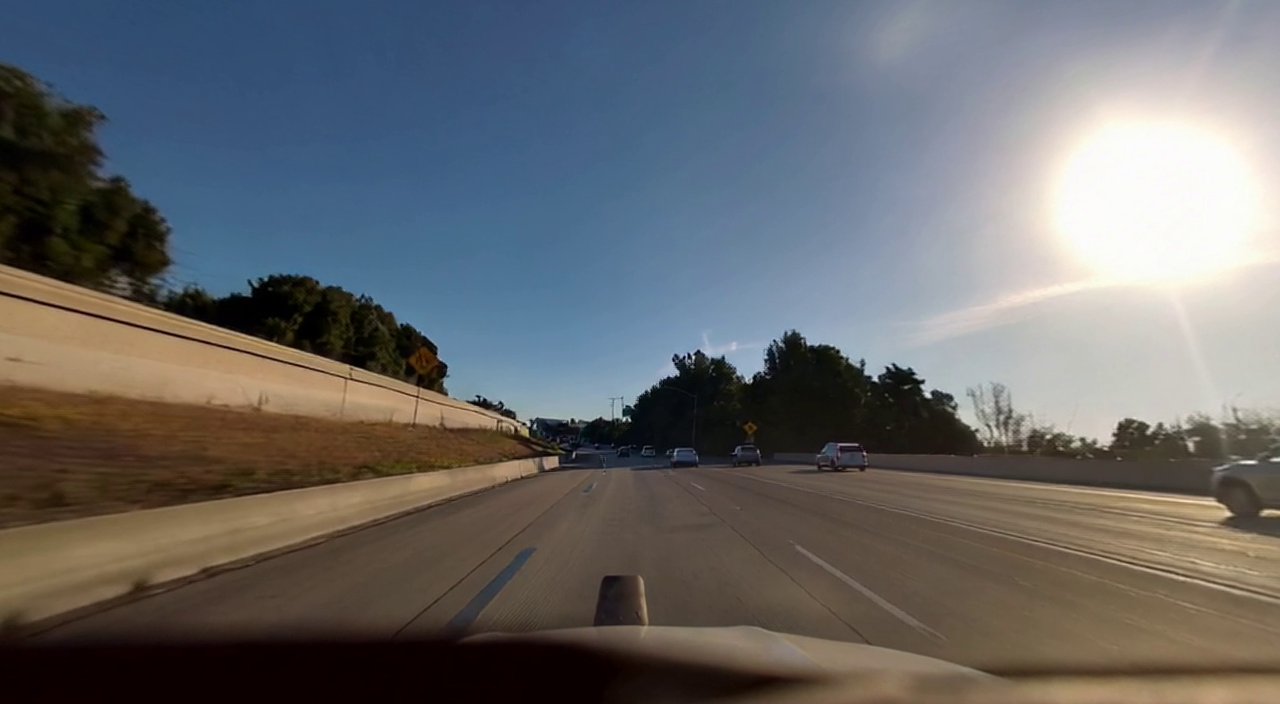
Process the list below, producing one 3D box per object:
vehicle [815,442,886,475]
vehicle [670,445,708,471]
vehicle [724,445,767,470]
[{"bbox_3d":[10.558,5.377,31.968,1.987,1.546,4.271,0,-8,-2],"label":"vehicle"},{"bbox_3d":[3.044,6.658,39.812,1.934,1.491,3.982,0,-8,-3],"label":"vehicle"},{"bbox_3d":[6.904,6.939,41.602,1.904,1.488,4.299,0,-8,-3],"label":"vehicle"}]
